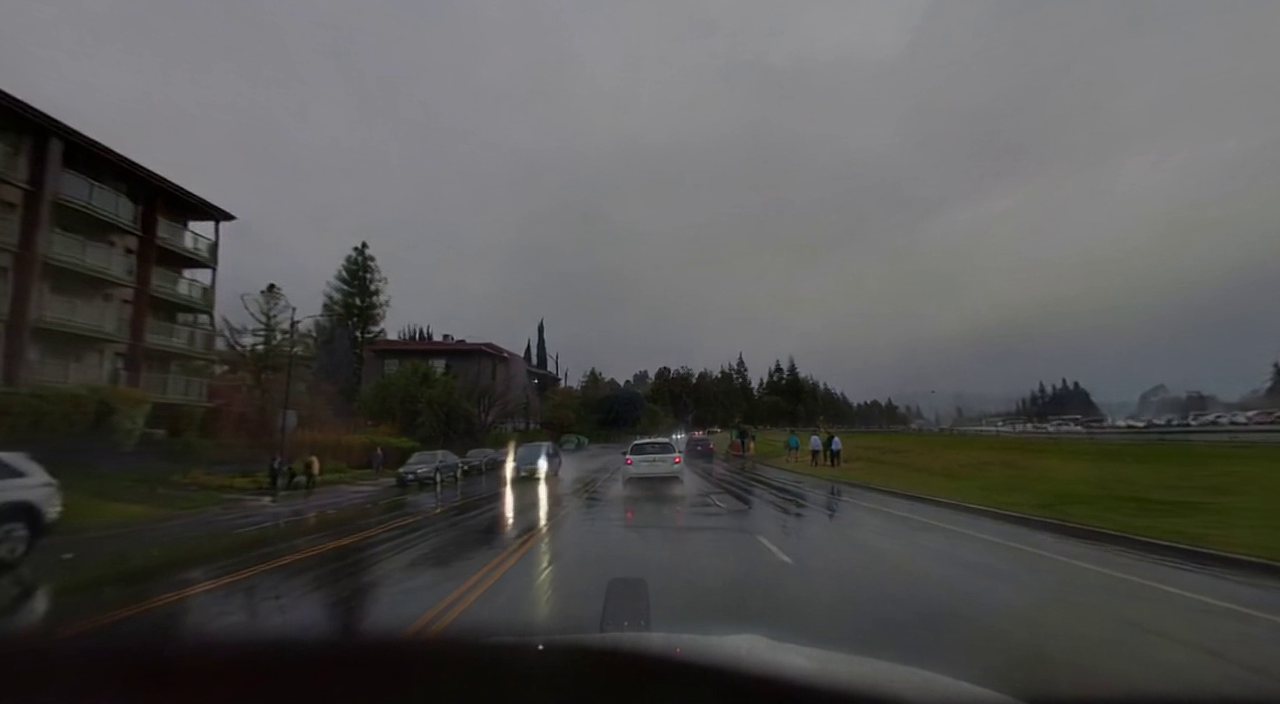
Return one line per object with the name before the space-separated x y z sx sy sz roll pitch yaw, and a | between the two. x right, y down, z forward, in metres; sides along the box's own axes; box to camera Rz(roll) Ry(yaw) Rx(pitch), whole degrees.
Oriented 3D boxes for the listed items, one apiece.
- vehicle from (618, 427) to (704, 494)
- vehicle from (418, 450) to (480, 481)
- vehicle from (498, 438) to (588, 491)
vehicle | 0.515 2.999 17.664 2.132 1.632 3.838 0 -9 0
vehicle | -10.285 6.121 34.264 1.839 1.474 4.694 -1 -9 1
vehicle | -2.912 3.488 19.906 2.104 1.455 4.199 -1 -9 1
